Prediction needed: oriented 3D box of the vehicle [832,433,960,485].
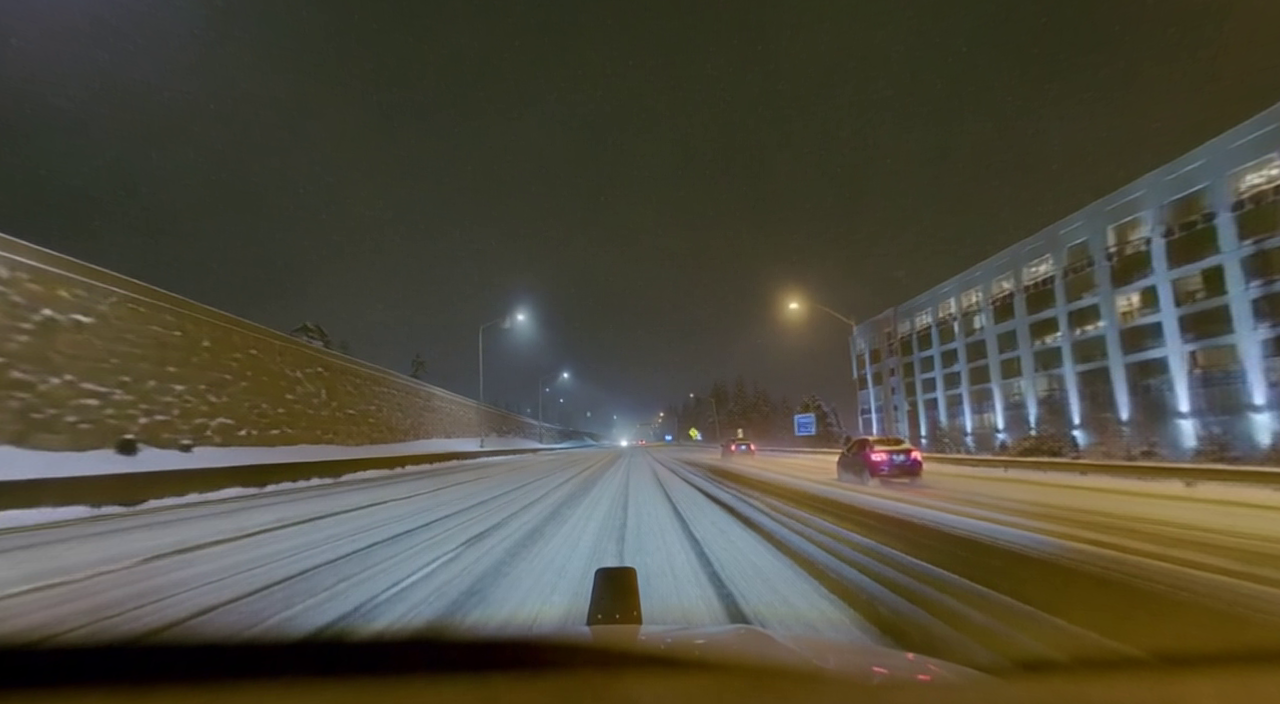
[{"bbox_3d":[8.909,3.756,22.610,2.165,1.636,5.175,0,-8,-3],"label":"vehicle"}]
